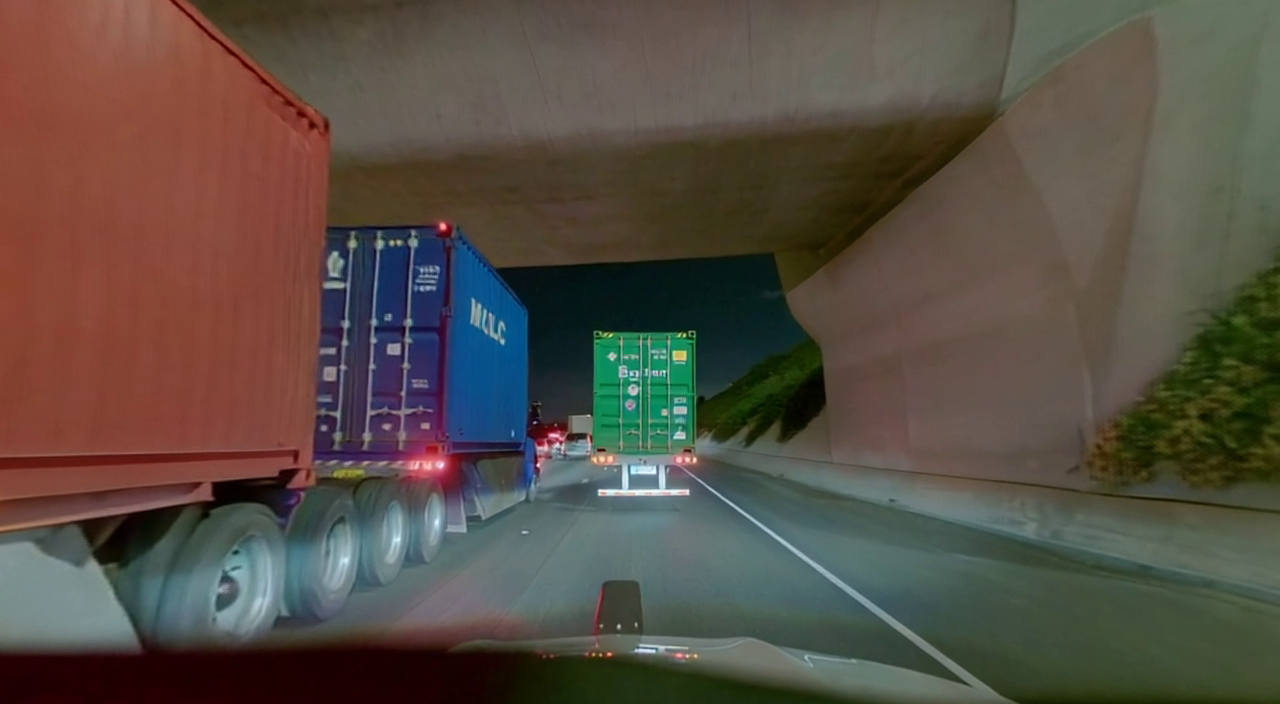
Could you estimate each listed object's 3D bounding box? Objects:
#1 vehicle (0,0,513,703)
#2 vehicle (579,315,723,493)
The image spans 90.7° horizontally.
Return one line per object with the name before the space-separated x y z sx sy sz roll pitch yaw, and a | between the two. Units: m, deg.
vehicle | -3.707 -0.219 3.809 2.873 4.198 13.317 -1 -8 1
vehicle | 0.224 1.753 18.756 3.357 4.212 7.519 0 -9 0
